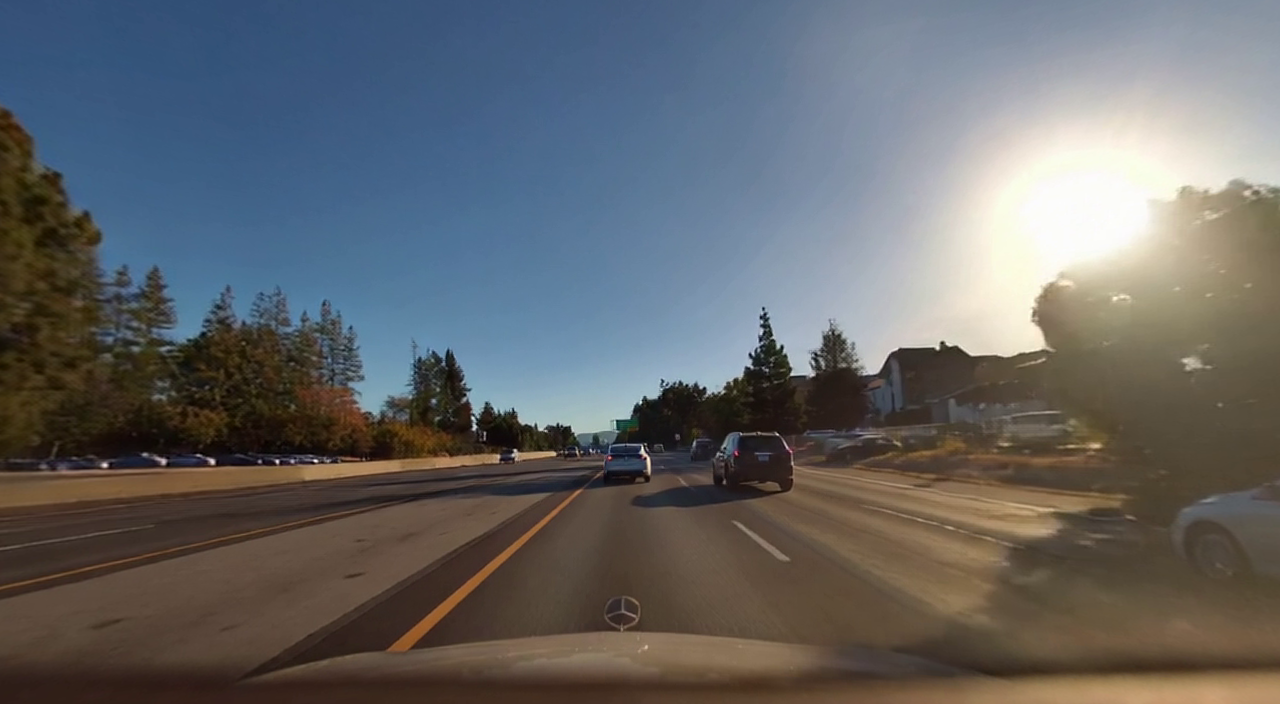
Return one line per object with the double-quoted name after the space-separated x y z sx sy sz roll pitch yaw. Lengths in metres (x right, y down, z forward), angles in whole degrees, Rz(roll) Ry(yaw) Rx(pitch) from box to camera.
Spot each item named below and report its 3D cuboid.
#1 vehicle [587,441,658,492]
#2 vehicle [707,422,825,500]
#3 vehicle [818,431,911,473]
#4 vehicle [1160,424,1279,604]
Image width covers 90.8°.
-0.507 3.578 20.096 2.040 1.451 3.736 0 -8 0 "vehicle"
3.263 2.963 17.517 2.186 1.842 4.553 0 -8 -2 "vehicle"
11.163 5.039 32.006 2.533 1.900 6.143 0 -8 1 "vehicle"
6.504 1.146 3.973 2.434 1.467 4.726 0 -8 0 "vehicle"
